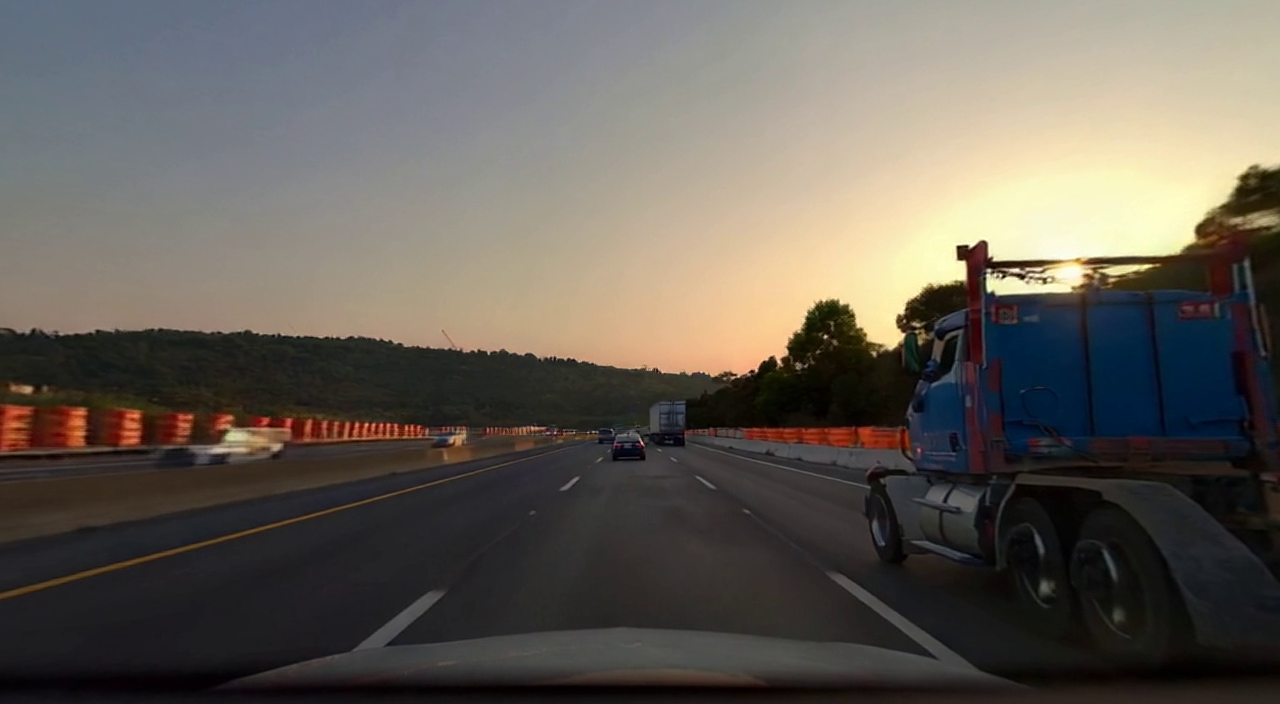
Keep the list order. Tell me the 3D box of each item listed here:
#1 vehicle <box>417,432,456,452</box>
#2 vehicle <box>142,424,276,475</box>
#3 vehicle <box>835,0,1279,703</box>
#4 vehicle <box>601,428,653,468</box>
[{"bbox_3d":[-15.759,6.987,49.008,1.777,1.458,3.797,0,-8,0],"label":"vehicle"},{"bbox_3d":[-15.219,3.439,22.554,1.848,1.624,4.199,0,-8,-1],"label":"vehicle"},{"bbox_3d":[3.649,-0.205,1.094,2.919,3.634,10.888,0,-8,-1],"label":"vehicle"},{"bbox_3d":[-0.502,3.826,25.257,1.929,1.469,3.677,0,-8,-1],"label":"vehicle"}]
